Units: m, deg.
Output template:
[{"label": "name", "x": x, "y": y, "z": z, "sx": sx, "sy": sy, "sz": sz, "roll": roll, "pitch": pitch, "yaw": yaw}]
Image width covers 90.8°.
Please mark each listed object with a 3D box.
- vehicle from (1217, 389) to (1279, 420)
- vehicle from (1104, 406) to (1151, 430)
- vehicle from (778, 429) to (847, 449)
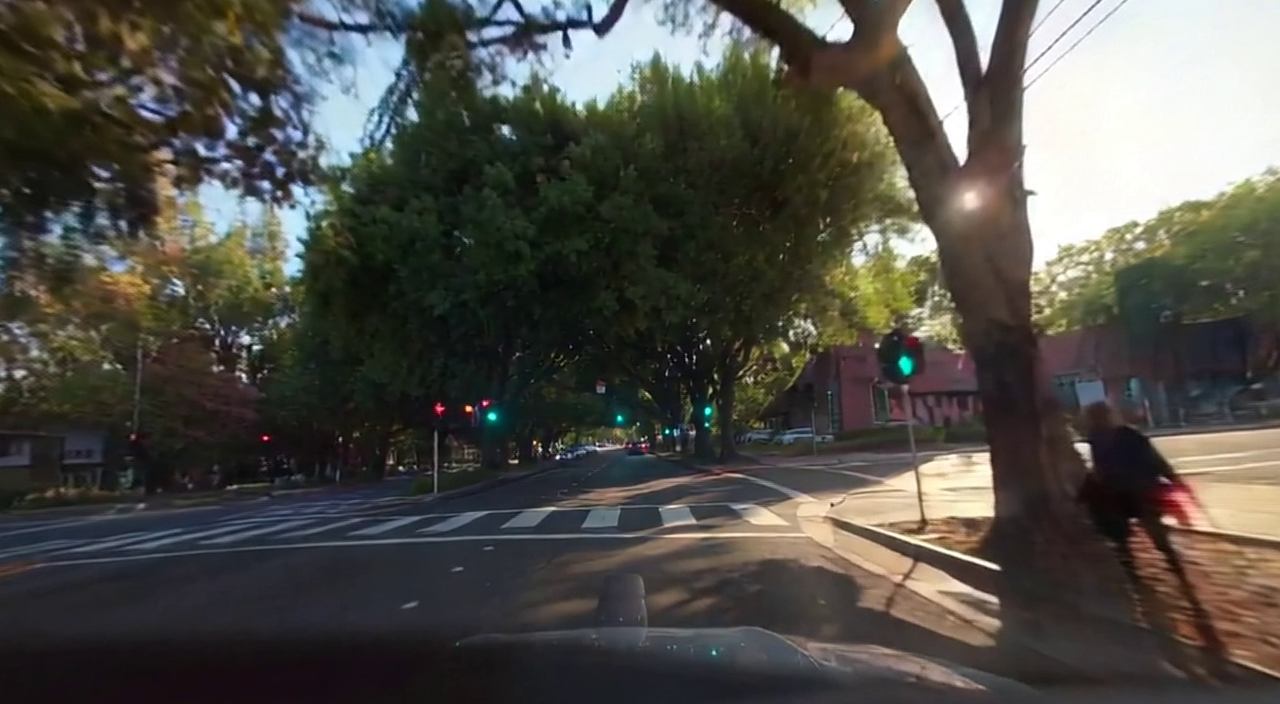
[{"label": "vehicle", "x": 43.540, "y": 3.779, "z": 45.336, "sx": 2.215, "sy": 1.897, "sz": 5.594, "roll": -10, "pitch": -9, "yaw": 34}, {"label": "vehicle", "x": 35.299, "y": 4.810, "z": 45.854, "sx": 1.954, "sy": 1.540, "sz": 3.963, "roll": -5, "pitch": -10, "yaw": 27}, {"label": "vehicle", "x": 13.606, "y": 6.905, "z": 49.868, "sx": 4.803, "sy": 1.510, "sz": 1.927, "roll": -6, "pitch": -10, "yaw": 33}]
